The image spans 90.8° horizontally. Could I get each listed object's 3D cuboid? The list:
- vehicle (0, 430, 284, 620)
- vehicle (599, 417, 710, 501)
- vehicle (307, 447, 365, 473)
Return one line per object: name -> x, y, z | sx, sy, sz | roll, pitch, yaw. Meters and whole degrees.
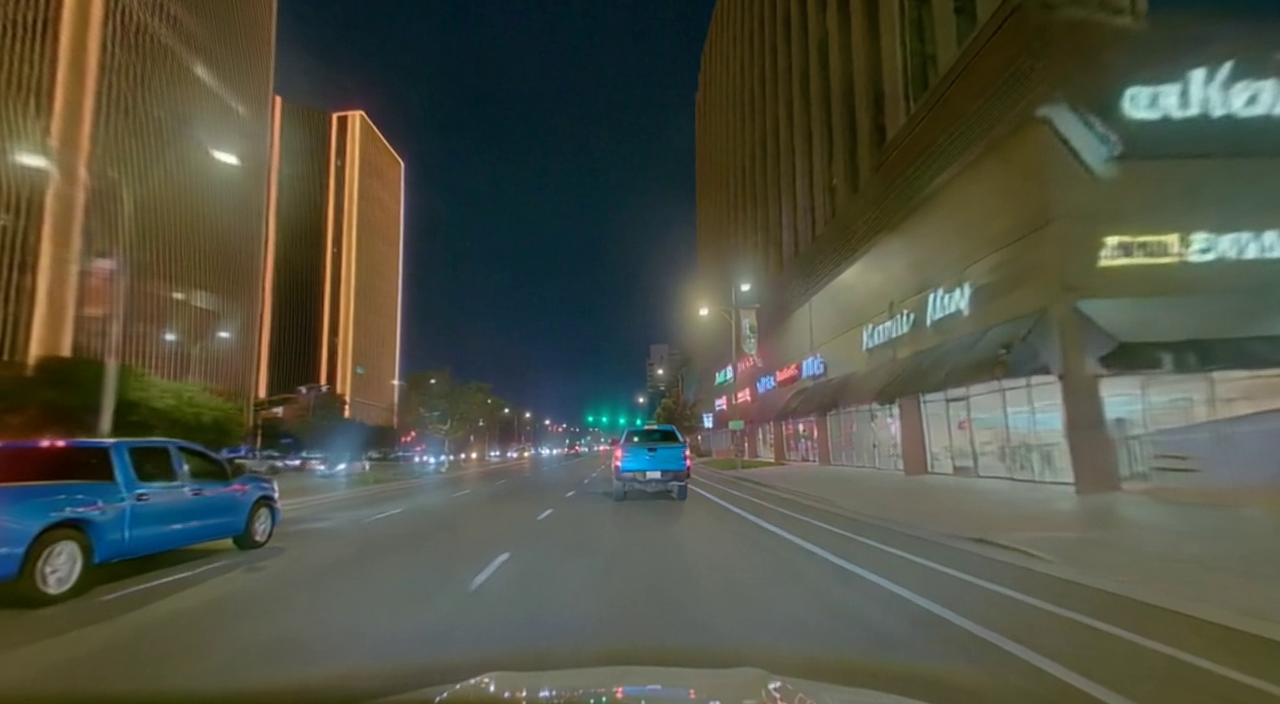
vehicle -> -5.827, 1.549, 6.374 | 1.888, 1.424, 4.553 | 0, -8, -1
vehicle -> 0.213, 2.914, 17.670 | 2.590, 1.932, 5.776 | 0, -8, -3
vehicle -> -22.122, 7.838, 46.159 | 1.978, 1.730, 4.330 | -1, -8, 1
